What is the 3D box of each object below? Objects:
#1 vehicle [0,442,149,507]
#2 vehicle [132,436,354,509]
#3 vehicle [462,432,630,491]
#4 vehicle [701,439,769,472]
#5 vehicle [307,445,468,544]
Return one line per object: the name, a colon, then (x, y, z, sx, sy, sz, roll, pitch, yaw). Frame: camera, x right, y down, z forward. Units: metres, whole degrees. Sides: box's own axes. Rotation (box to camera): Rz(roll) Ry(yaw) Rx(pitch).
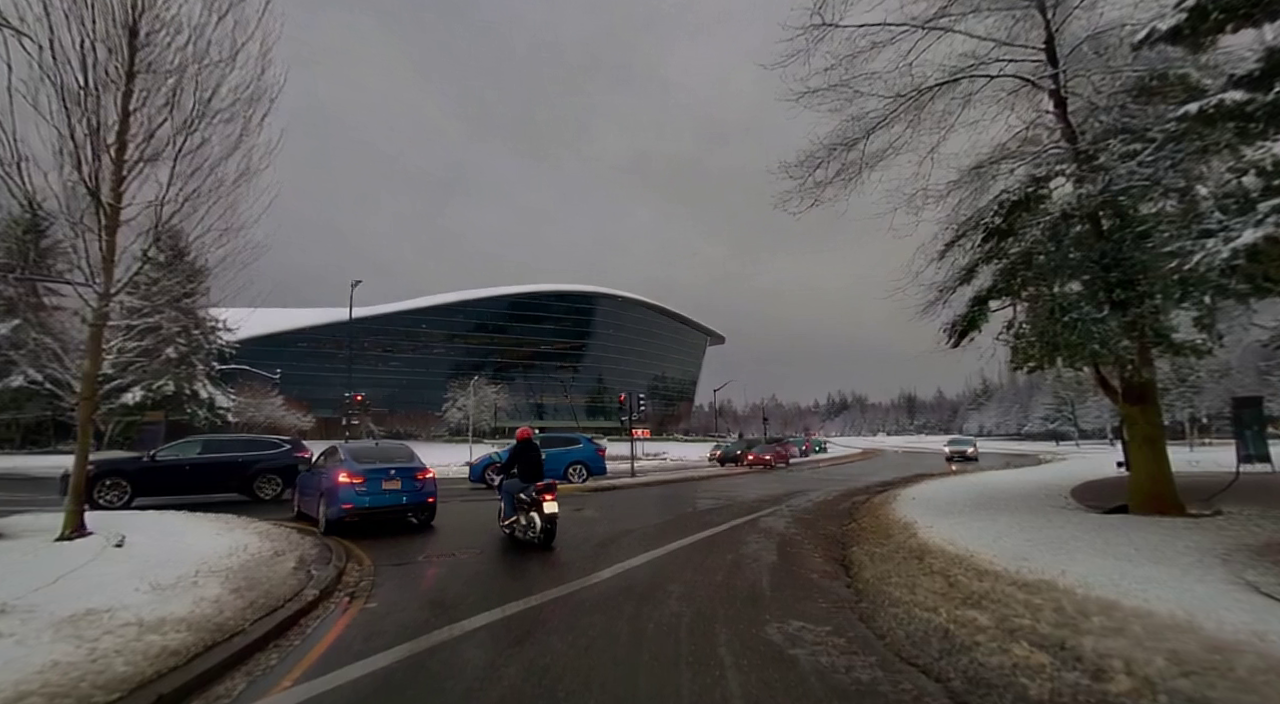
vehicle: (-17.189, 3.485, 18.208, 4.380, 1.727, 2.052, -1, -8, 4)
vehicle: (-10.518, 3.199, 17.046, 4.583, 1.755, 1.936, 0, -8, -5)
vehicle: (-3.477, 4.048, 23.895, 5.833, 1.960, 2.341, 5, -10, -32)
vehicle: (5.242, 5.586, 34.338, 2.084, 1.656, 4.583, -5, -9, 30)
vehicle: (-4.890, 2.494, 11.844, 2.009, 1.450, 4.182, 5, -10, -32)
